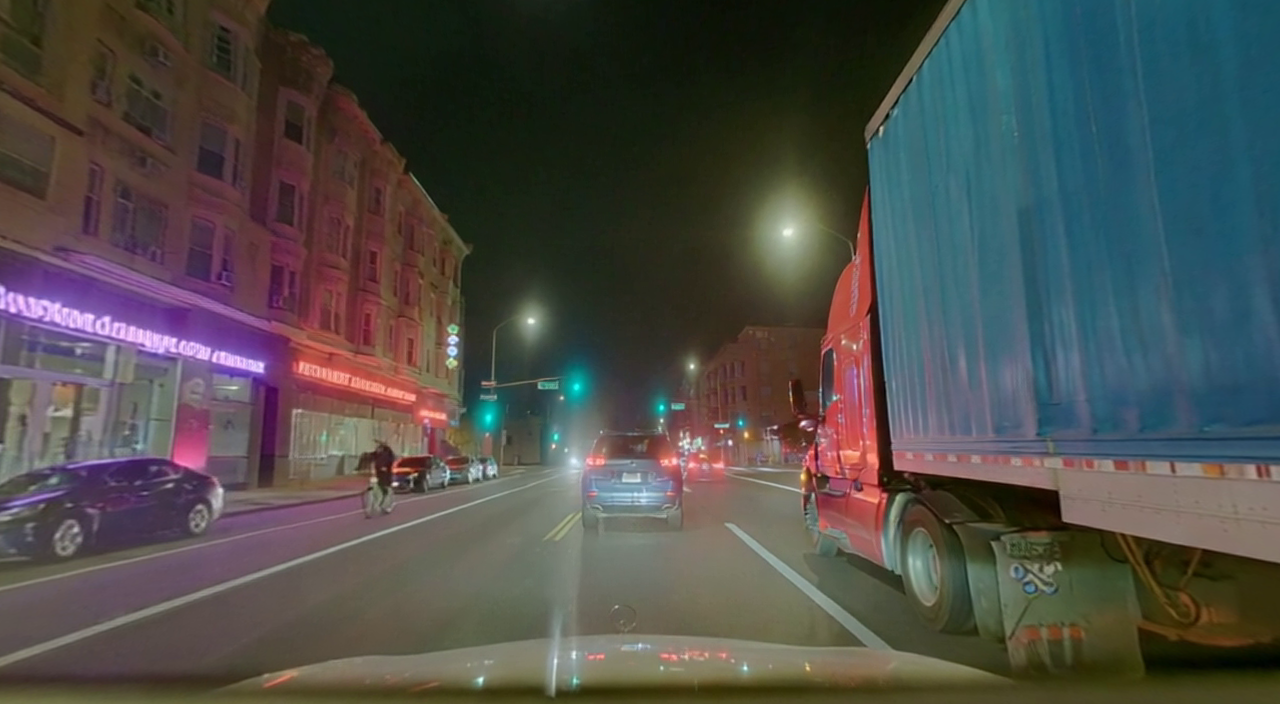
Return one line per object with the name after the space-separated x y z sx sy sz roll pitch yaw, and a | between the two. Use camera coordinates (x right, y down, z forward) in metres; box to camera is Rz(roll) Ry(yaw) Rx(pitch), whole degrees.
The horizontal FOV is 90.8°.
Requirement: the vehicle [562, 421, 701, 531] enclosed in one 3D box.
-0.148 2.375 12.708 2.283 1.783 4.548 0 -8 0 | vehicle

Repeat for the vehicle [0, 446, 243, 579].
-8.839 2.374 10.256 1.896 1.652 4.269 0 -8 1 | vehicle

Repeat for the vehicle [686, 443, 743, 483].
3.437 5.200 29.961 2.159 1.696 4.316 0 -8 0 | vehicle

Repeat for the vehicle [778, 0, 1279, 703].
3.028 -0.013 2.406 2.913 3.771 9.716 0 -8 1 | vehicle

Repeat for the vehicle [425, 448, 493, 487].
-8.711 5.554 30.785 2.084 1.686 4.422 0 -8 -1 | vehicle

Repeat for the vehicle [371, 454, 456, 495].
-8.698 4.715 24.665 1.805 1.379 4.359 0 -8 -1 | vehicle
